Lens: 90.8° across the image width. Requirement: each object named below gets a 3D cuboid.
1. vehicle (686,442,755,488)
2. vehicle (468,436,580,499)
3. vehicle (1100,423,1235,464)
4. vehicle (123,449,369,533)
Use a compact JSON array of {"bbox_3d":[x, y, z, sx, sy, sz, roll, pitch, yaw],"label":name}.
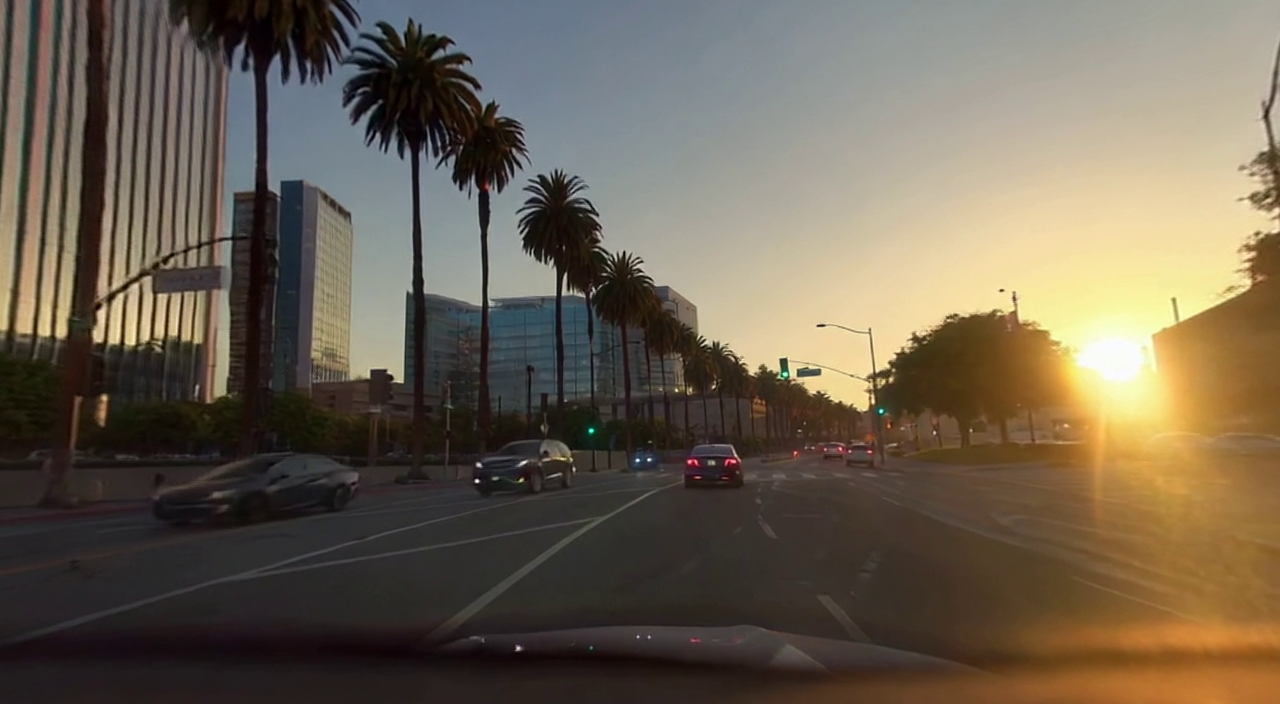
[{"bbox_3d":[3.046,4.085,23.210,2.096,1.492,4.071,-2,-9,13],"label":"vehicle"},{"bbox_3d":[-3.499,3.594,20.089,2.013,1.746,4.366,-2,-9,11],"label":"vehicle"},{"bbox_3d":[25.583,4.441,30.736,5.049,1.861,2.081,1,-9,-9],"label":"vehicle"},{"bbox_3d":[-8.138,2.866,13.729,2.012,1.467,4.592,-1,-9,7],"label":"vehicle"}]
